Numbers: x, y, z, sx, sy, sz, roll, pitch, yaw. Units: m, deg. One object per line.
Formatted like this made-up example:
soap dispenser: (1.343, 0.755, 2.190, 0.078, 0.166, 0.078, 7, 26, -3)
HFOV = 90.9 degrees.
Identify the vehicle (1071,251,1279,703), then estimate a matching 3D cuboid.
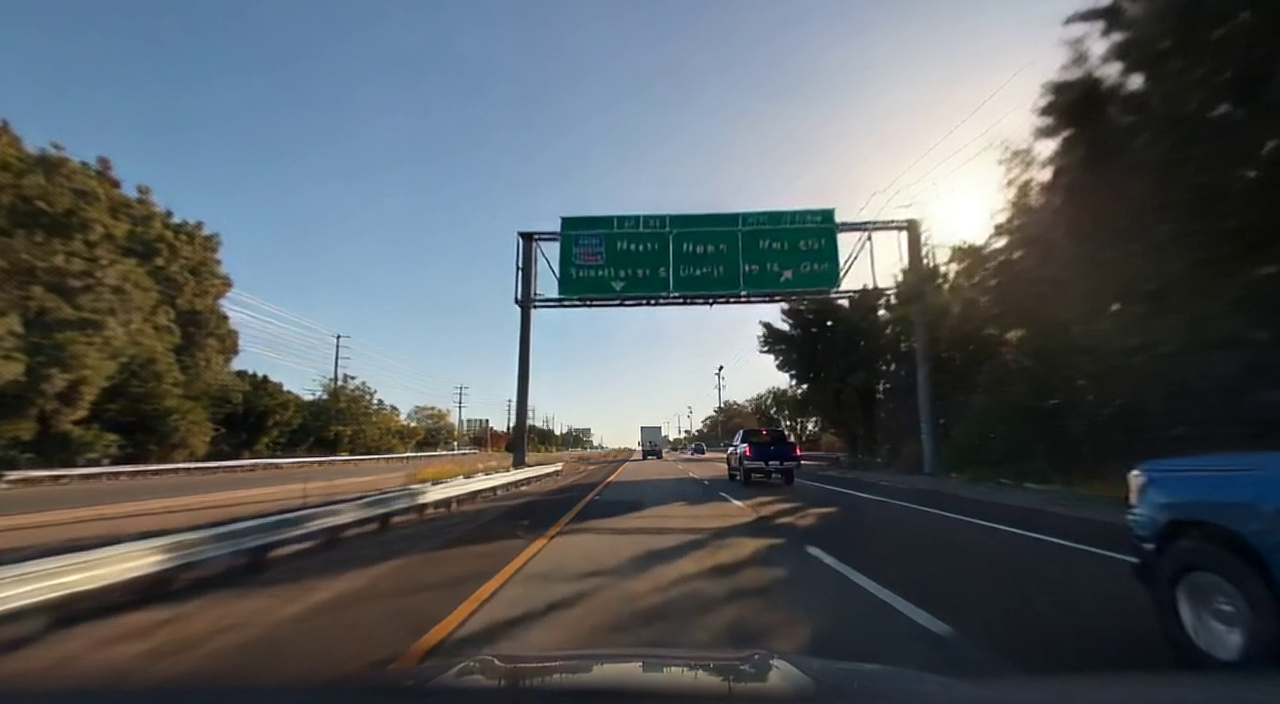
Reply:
vehicle: (3.535, 0.424, 0.971, 2.145, 2.069, 5.057, -1, -9, 1)

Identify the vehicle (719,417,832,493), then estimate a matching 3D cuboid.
vehicle: (4.276, 3.416, 21.155, 2.594, 2.155, 5.670, -1, -9, 1)

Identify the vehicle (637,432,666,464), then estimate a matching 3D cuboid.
vehicle: (0.890, 7.404, 48.665, 2.099, 2.260, 4.899, -1, -9, 0)
